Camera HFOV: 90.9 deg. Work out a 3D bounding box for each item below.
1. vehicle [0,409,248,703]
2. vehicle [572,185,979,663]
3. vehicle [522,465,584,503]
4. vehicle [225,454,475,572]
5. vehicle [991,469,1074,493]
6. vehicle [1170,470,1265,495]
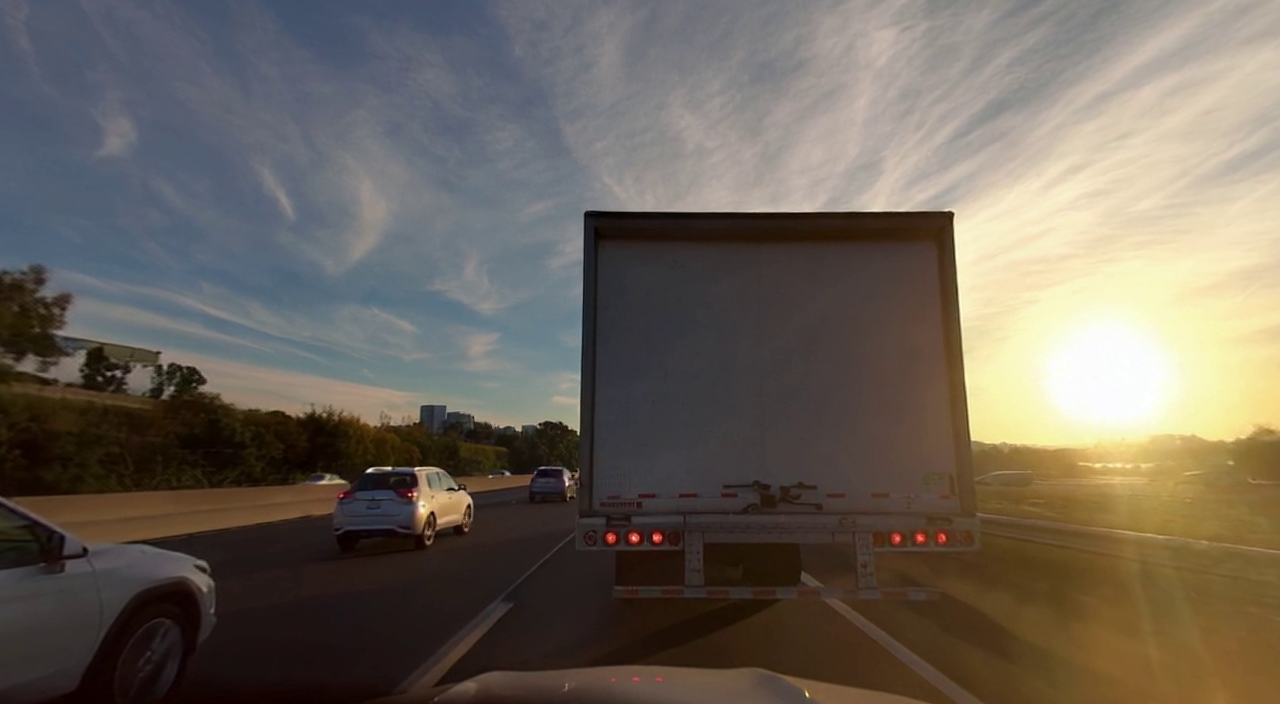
[{"bbox_3d":[-3.467,0.804,1.486,1.983,1.509,4.679,0,-11,1],"label":"vehicle"},{"bbox_3d":[0.927,1.214,8.977,2.831,3.529,8.689,1,-11,0],"label":"vehicle"},{"bbox_3d":[-3.687,5.698,27.405,1.964,1.482,4.371,0,-11,1],"label":"vehicle"},{"bbox_3d":[-4.295,2.471,10.313,1.946,1.469,4.431,1,-11,0],"label":"vehicle"},{"bbox_3d":[25.917,8.548,41.758,4.299,1.465,1.807,-4,-11,22],"label":"vehicle"},{"bbox_3d":[36.246,8.190,39.607,3.974,1.485,1.709,-1,-11,7],"label":"vehicle"}]
